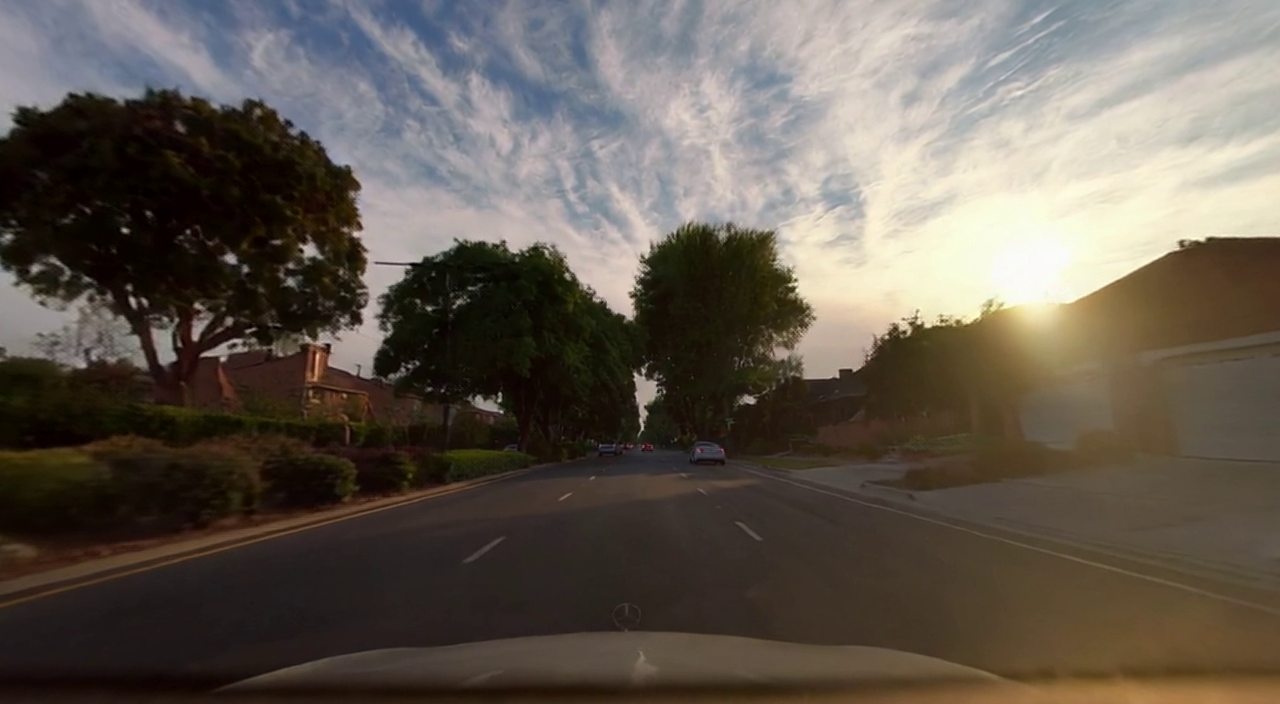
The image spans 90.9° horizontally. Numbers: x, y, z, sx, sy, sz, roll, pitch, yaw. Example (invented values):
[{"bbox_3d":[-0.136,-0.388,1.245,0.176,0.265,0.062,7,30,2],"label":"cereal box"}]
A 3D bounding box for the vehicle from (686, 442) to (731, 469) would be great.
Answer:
[{"bbox_3d":[4.139,6.337,38.844,2.237,1.578,4.621,0,-8,-1],"label":"vehicle"}]
